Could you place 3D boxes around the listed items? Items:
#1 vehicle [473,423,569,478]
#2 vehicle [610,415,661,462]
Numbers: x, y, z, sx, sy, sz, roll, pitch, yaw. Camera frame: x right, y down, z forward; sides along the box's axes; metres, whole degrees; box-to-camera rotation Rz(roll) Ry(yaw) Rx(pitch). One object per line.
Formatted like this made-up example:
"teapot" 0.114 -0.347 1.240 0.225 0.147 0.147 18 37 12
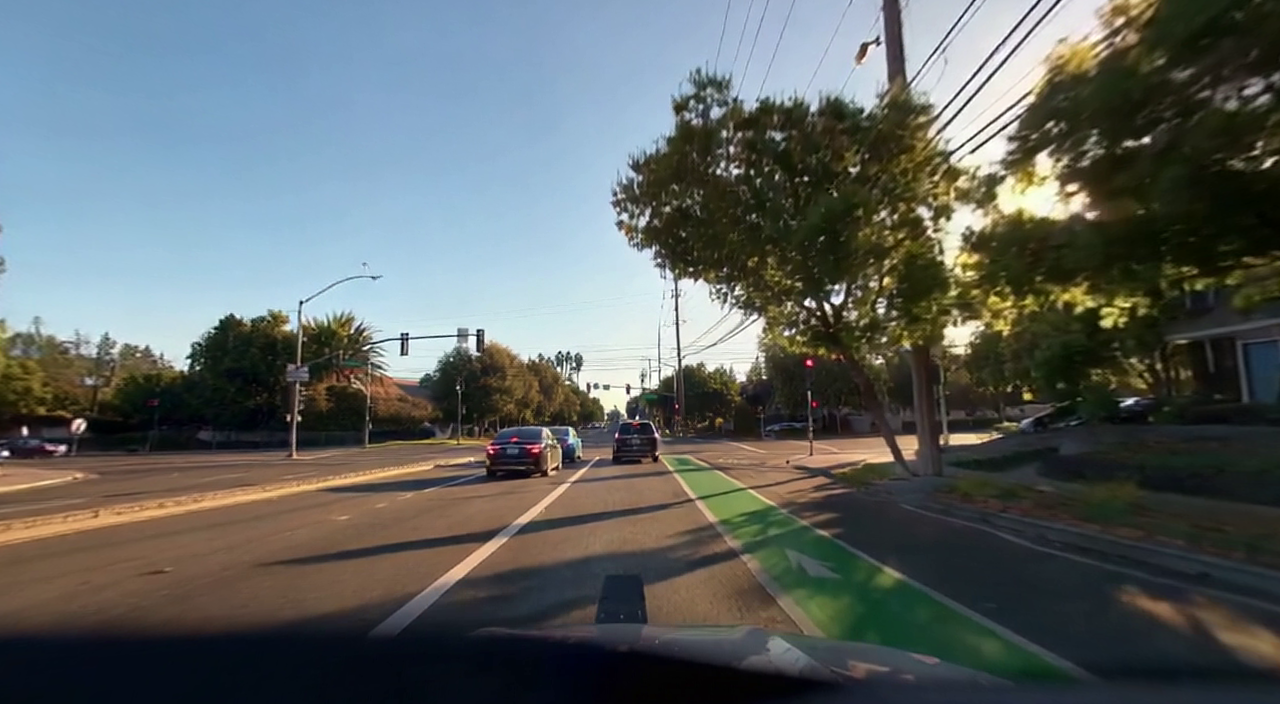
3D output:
"vehicle" -3.623 3.041 20.316 2.138 1.488 5.327 1 -6 -1
"vehicle" -0.237 3.887 28.279 2.036 1.885 5.196 1 -8 -1
